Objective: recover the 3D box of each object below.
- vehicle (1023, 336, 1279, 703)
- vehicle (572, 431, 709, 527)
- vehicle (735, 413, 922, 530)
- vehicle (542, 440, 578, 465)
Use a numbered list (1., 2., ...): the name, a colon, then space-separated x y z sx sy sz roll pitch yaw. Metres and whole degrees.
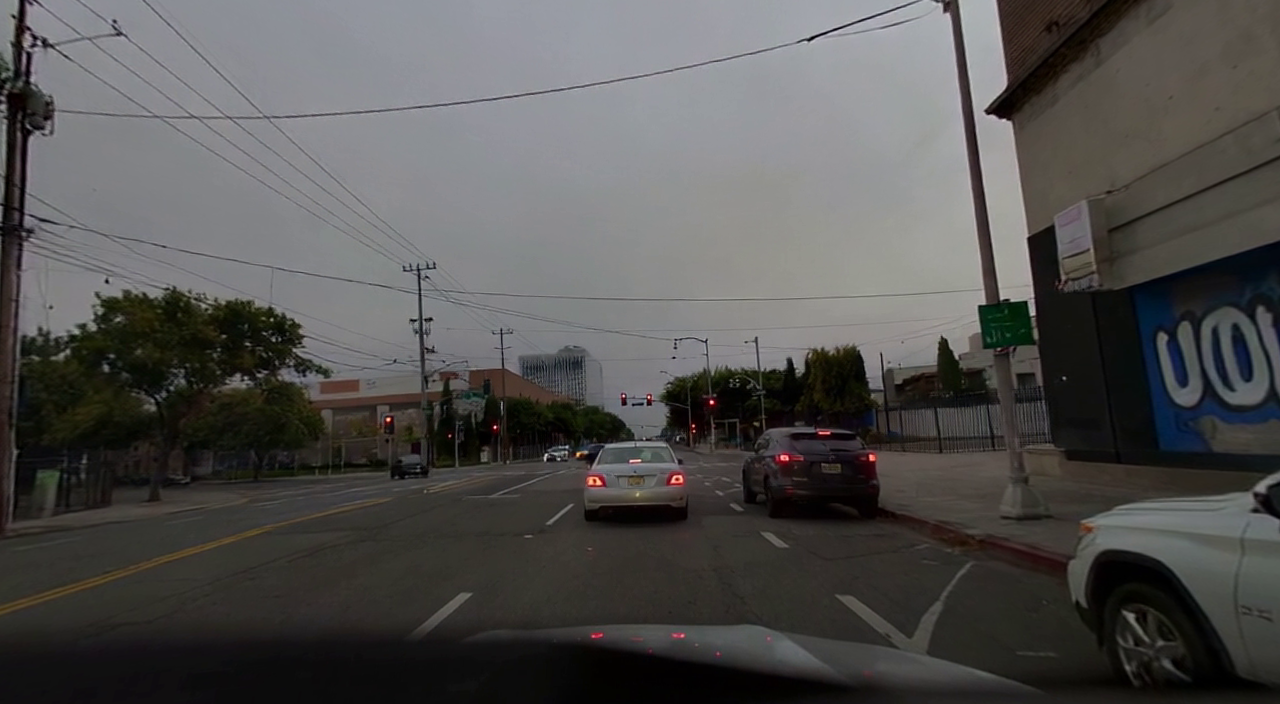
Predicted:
1. vehicle: 3.291 0.692 1.532 1.938 1.714 4.402 0 -8 1
2. vehicle: 0.046 2.349 12.223 2.153 1.505 4.452 0 -8 1
3. vehicle: 3.261 2.189 12.037 2.060 1.783 4.579 0 -8 -1
4. vehicle: -5.697 7.253 45.306 2.059 1.699 4.252 0 -8 0
